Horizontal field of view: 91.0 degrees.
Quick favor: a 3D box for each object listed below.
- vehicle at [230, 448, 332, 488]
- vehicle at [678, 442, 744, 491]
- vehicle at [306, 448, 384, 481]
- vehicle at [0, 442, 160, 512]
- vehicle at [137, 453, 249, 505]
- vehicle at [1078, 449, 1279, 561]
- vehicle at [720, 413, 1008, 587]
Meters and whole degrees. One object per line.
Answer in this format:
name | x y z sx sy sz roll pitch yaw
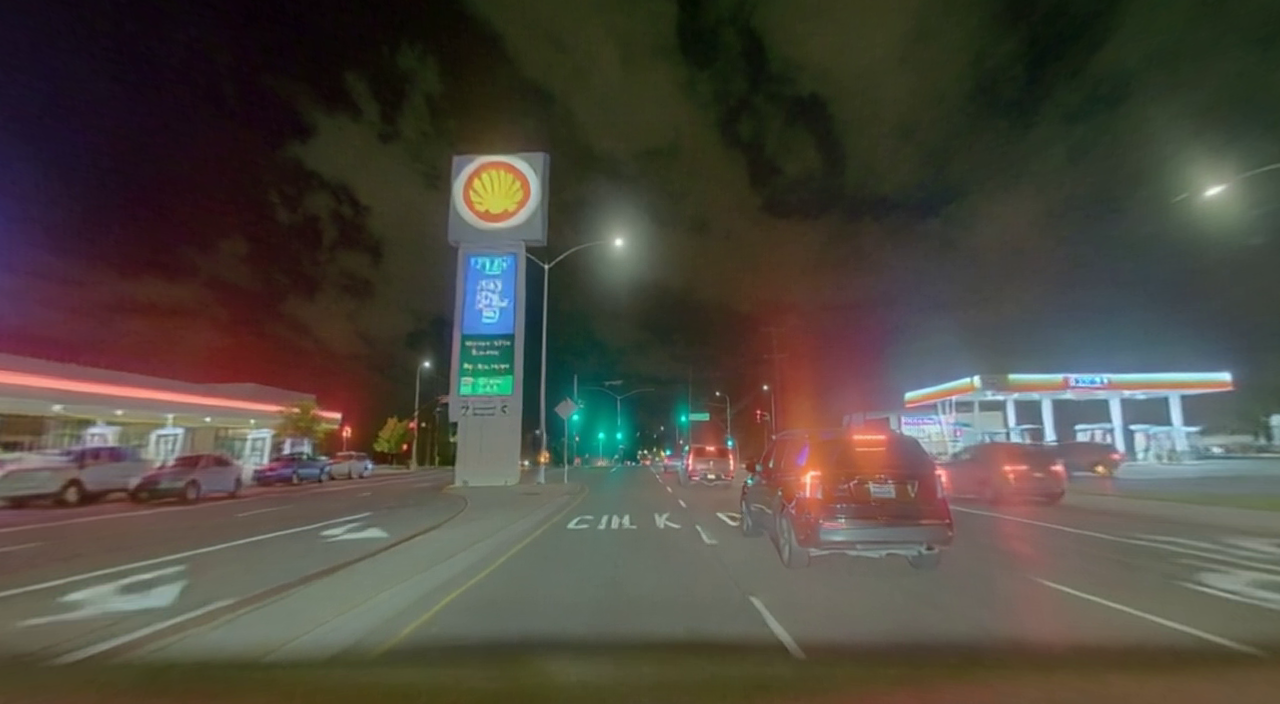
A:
vehicle | -18.001 5.819 31.919 2.129 1.843 5.067 0 -9 1
vehicle | 2.612 4.315 24.125 1.999 1.679 4.217 0 -9 -1
vehicle | -17.859 6.809 38.457 2.263 1.887 5.170 0 -9 -1
vehicle | -17.931 3.834 19.880 1.930 1.935 4.567 0 -9 -1
vehicle | -15.437 4.340 22.060 2.290 1.519 4.860 4 -10 -25
vehicle | 9.907 2.336 10.068 2.036 1.525 5.135 0 -9 -1
vehicle | 2.546 1.849 8.772 2.183 1.720 4.842 0 -9 0
